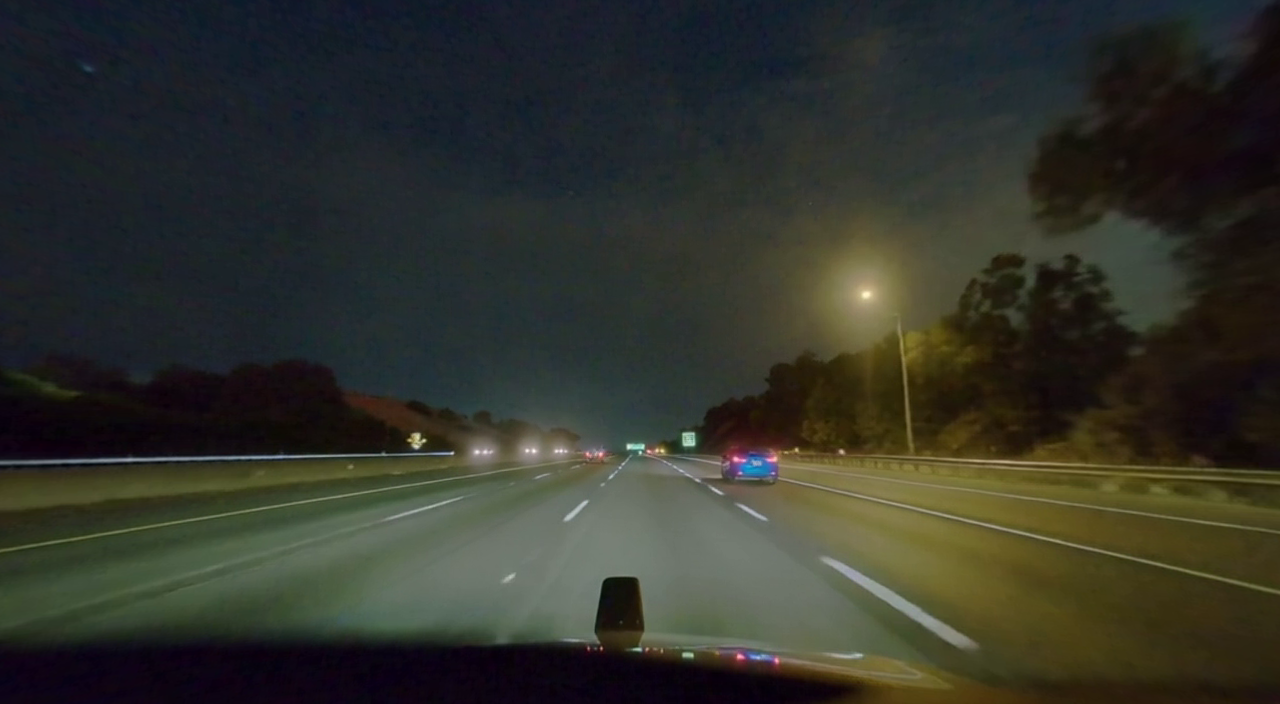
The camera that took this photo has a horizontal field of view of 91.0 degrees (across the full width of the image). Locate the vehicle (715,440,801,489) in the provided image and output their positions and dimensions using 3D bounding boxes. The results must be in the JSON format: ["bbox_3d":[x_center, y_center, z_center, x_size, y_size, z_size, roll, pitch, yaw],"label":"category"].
[{"bbox_3d":[3.910,3.812,21.689,2.033,1.501,4.398,0,-9,-1],"label":"vehicle"}]
